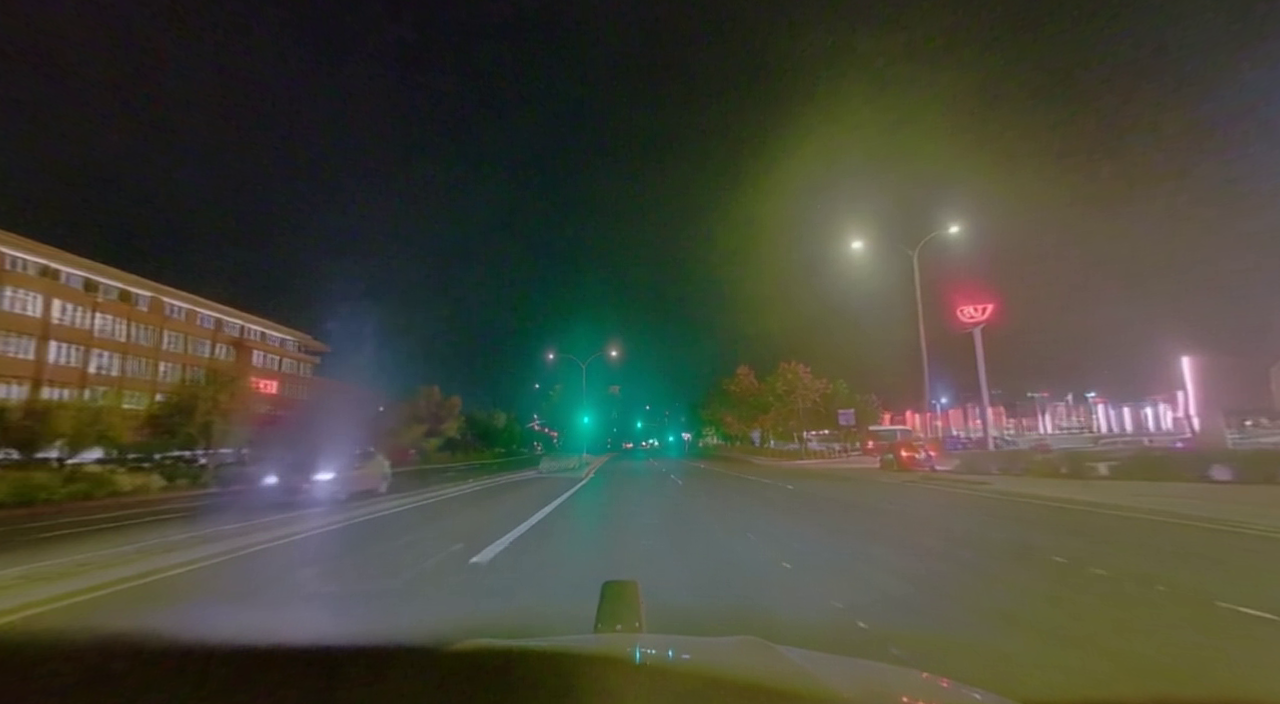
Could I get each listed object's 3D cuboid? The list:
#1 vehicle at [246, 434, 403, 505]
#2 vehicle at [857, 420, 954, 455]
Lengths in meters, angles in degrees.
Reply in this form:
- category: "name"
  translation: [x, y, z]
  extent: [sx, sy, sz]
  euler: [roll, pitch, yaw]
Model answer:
- category: "vehicle"
  translation: [-8.530, 3.204, 17.579]
  extent: [2.046, 1.700, 4.439]
  euler: [0, -9, 0]
- category: "vehicle"
  translation: [19.783, 6.389, 47.093]
  extent: [6.174, 2.496, 2.349]
  euler: [0, -9, -2]
